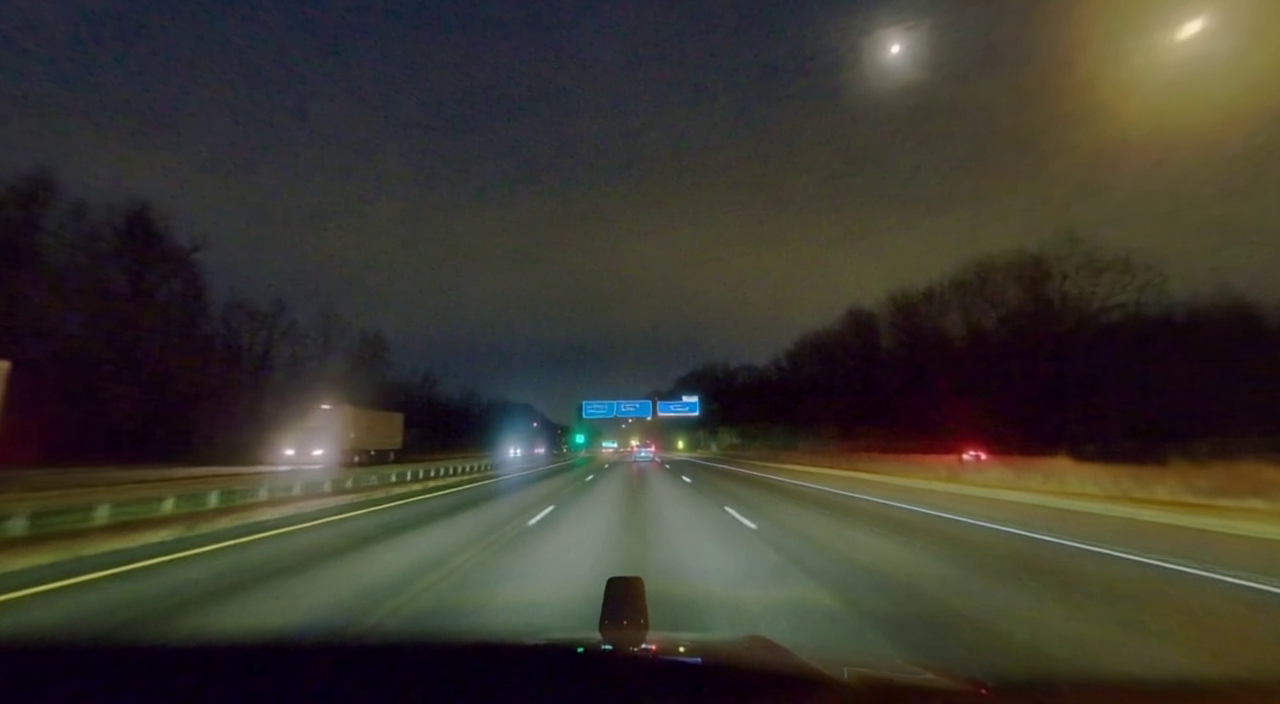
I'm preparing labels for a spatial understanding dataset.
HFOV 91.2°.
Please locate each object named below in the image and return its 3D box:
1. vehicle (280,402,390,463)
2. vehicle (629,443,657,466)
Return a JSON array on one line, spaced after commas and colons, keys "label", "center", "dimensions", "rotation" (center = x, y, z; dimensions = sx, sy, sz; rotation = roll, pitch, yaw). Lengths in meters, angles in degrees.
[{"label": "vehicle", "center": [-22.087, 6.055, 46.403], "dimensions": [2.993, 4.028, 10.213], "rotation": [0, -9, 0]}, {"label": "vehicle", "center": [0.202, 7.004, 43.004], "dimensions": [1.859, 1.478, 3.799], "rotation": [0, -8, 0]}]
